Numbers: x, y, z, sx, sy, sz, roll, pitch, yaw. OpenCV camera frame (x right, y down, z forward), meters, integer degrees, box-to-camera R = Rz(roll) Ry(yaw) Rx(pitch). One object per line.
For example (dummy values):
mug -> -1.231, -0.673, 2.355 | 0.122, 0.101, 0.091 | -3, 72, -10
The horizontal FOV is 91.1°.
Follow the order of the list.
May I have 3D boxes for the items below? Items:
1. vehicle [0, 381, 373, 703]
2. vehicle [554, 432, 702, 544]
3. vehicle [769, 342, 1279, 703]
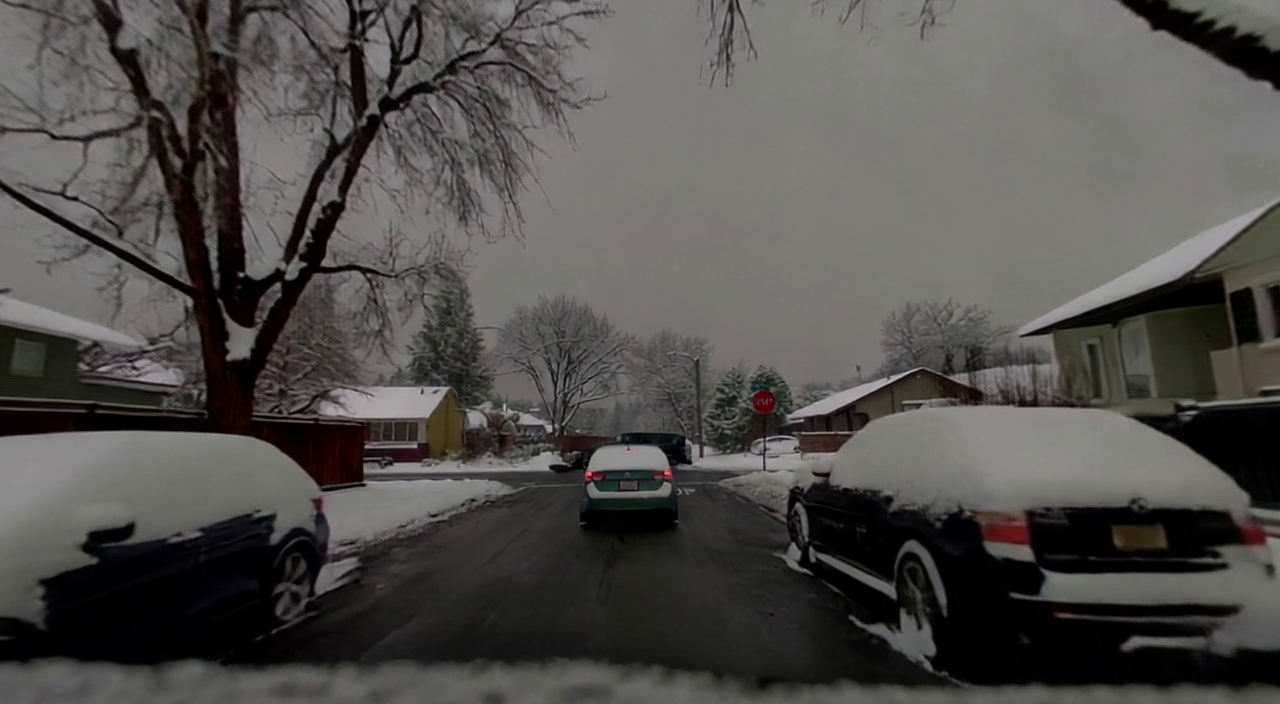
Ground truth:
vehicle -> -3.377, 1.118, 3.494 | 1.965, 1.657, 4.104 | 0, -8, 0
vehicle -> -0.152, 2.165, 10.659 | 2.010, 1.499, 4.107 | 0, -9, 0
vehicle -> 2.596, 1.209, 4.999 | 2.179, 1.813, 4.815 | 0, -8, 1
